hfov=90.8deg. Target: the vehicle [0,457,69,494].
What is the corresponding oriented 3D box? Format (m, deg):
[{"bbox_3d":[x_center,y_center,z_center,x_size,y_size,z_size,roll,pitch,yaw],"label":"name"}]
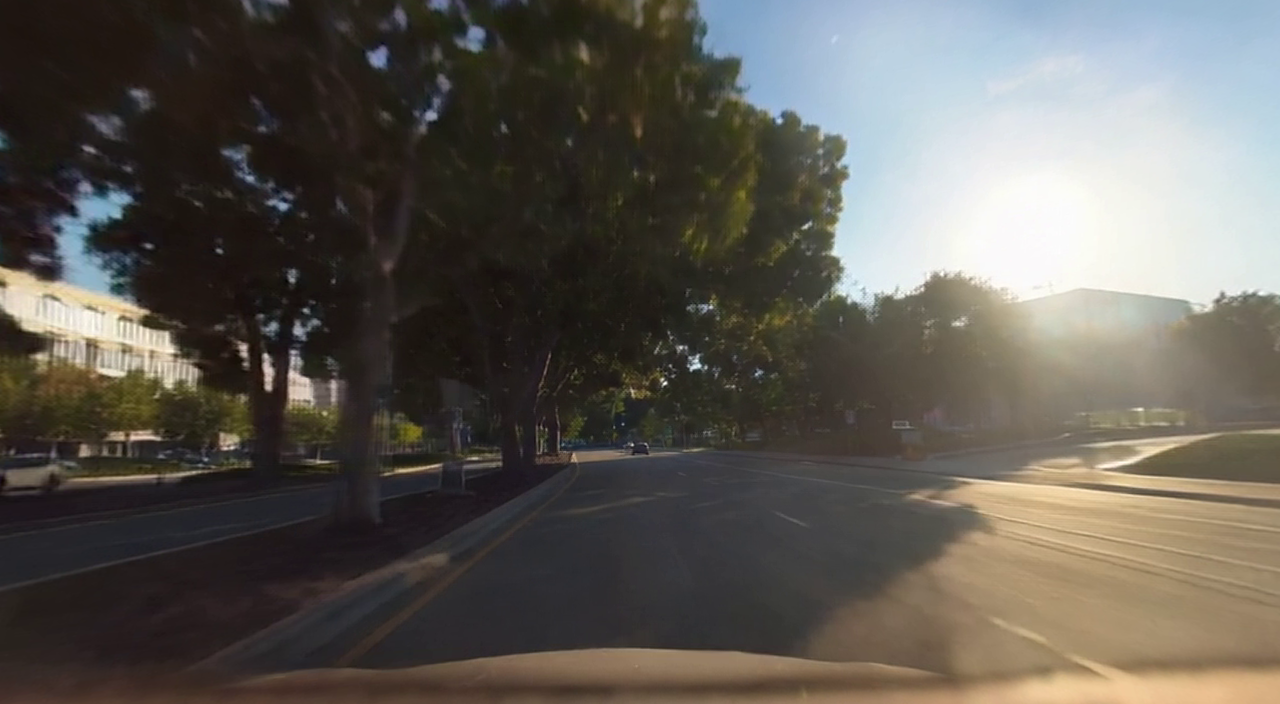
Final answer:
[{"bbox_3d":[-28.067,5.423,27.789,1.863,1.468,4.560,0,-8,-4],"label":"vehicle"}]
